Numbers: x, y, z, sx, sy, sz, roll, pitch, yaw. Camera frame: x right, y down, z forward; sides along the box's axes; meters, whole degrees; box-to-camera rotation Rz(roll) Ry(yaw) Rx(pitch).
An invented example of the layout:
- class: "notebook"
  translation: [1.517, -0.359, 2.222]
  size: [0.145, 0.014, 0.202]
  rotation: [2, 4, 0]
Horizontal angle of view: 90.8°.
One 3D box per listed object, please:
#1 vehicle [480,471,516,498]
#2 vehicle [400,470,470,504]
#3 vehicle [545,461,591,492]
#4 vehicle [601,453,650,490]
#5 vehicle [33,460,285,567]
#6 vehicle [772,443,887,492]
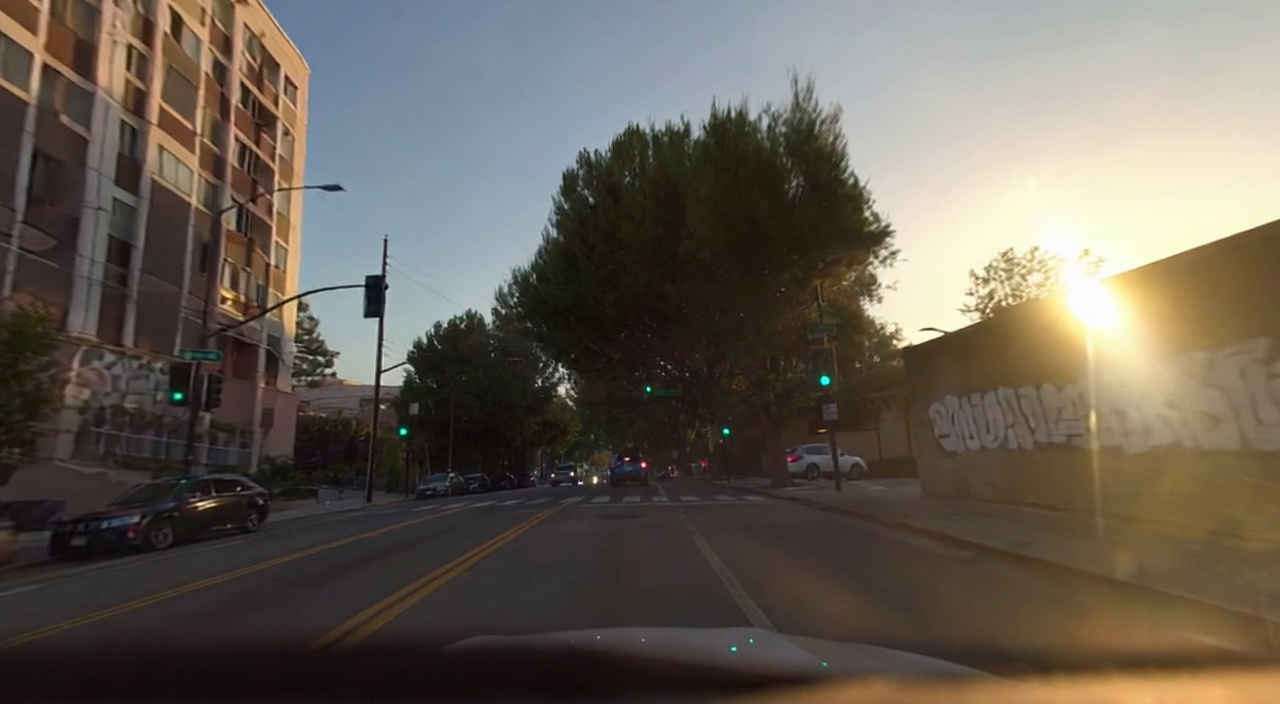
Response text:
- class: "vehicle"
  translation: [-11.132, 10.397, 49.731]
  size: [1.859, 1.780, 3.947]
  rotation: [0, -8, 1]
- class: "vehicle"
  translation: [-10.547, 6.964, 32.869]
  size: [2.070, 1.476, 4.508]
  rotation: [0, -8, 1]
- class: "vehicle"
  translation: [-4.041, 7.049, 35.970]
  size: [2.095, 1.447, 4.202]
  rotation: [-2, -8, 0]
- class: "vehicle"
  translation: [-0.649, 5.671, 30.269]
  size: [2.166, 1.579, 4.300]
  rotation: [0, -8, 0]
- class: "vehicle"
  translation: [-10.812, 3.575, 14.845]
  size: [2.199, 1.717, 4.888]
  rotation: [-6, -8, -1]
- class: "vehicle"
  translation: [7.726, 4.622, 25.693]
  size: [4.292, 1.761, 2.207]
  rotation: [5, -10, -34]
